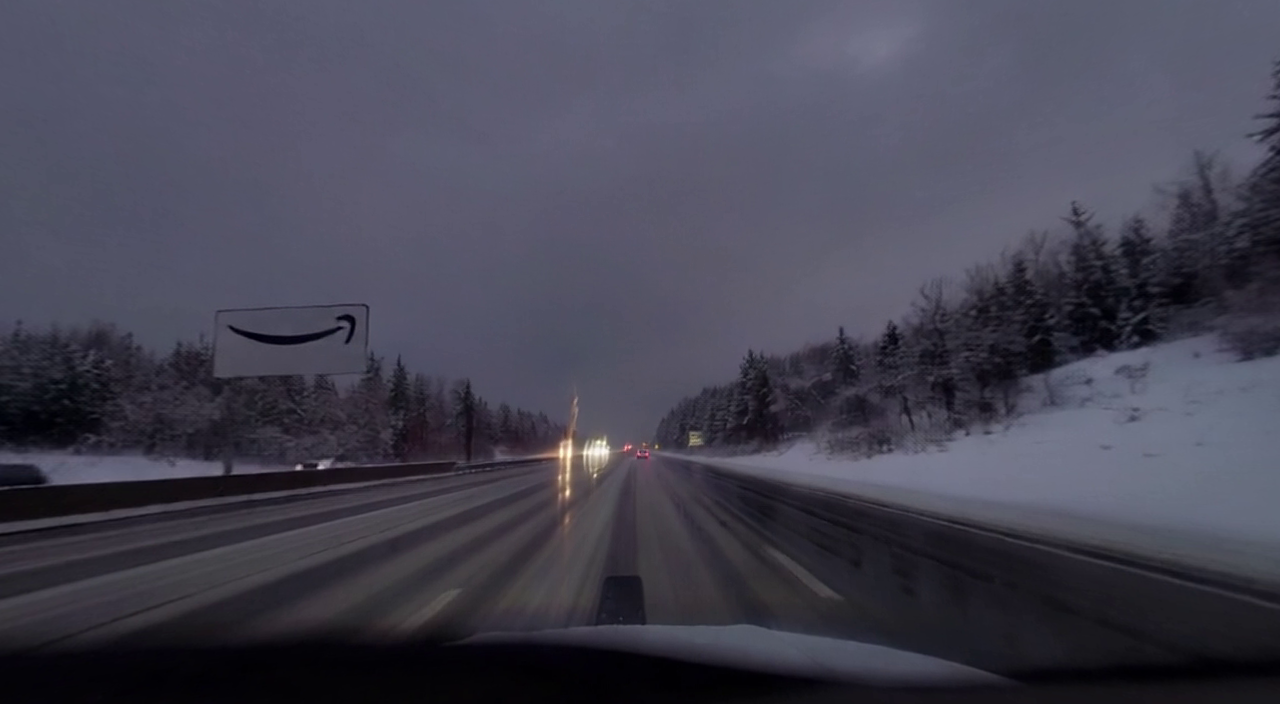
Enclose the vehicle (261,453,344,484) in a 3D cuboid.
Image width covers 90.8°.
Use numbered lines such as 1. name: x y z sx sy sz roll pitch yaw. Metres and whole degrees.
1. vehicle: -17.112 5.887 32.258 1.862 1.434 4.448 0 -9 -1
